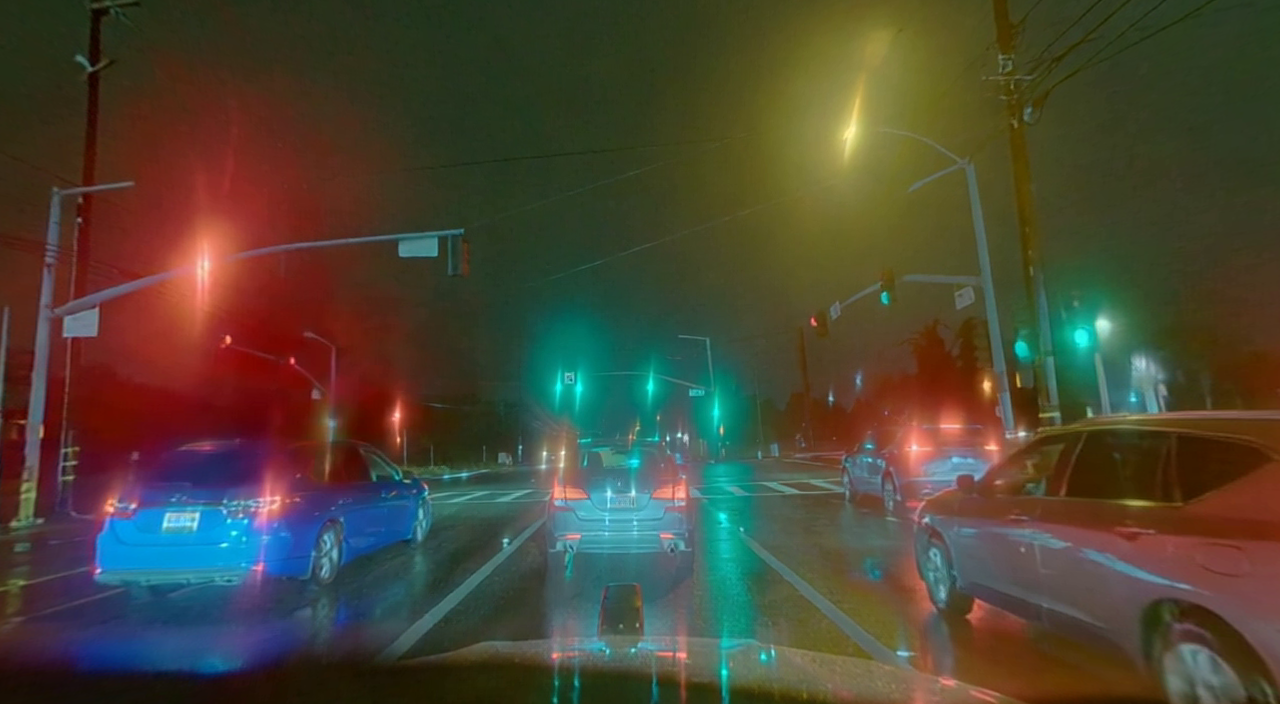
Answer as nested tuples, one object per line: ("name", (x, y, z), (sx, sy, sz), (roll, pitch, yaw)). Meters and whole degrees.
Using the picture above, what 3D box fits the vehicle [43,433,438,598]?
("vehicle", (-4.369, 1.819, 8.006), (2.106, 1.492, 4.312), (0, -8, 1))

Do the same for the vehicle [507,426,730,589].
("vehicle", (-0.225, 1.756, 8.018), (2.061, 1.485, 4.196), (0, -8, -1))

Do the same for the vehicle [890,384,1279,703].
("vehicle", (2.917, 1.016, 3.049), (1.860, 1.494, 3.707), (0, -8, 0))
